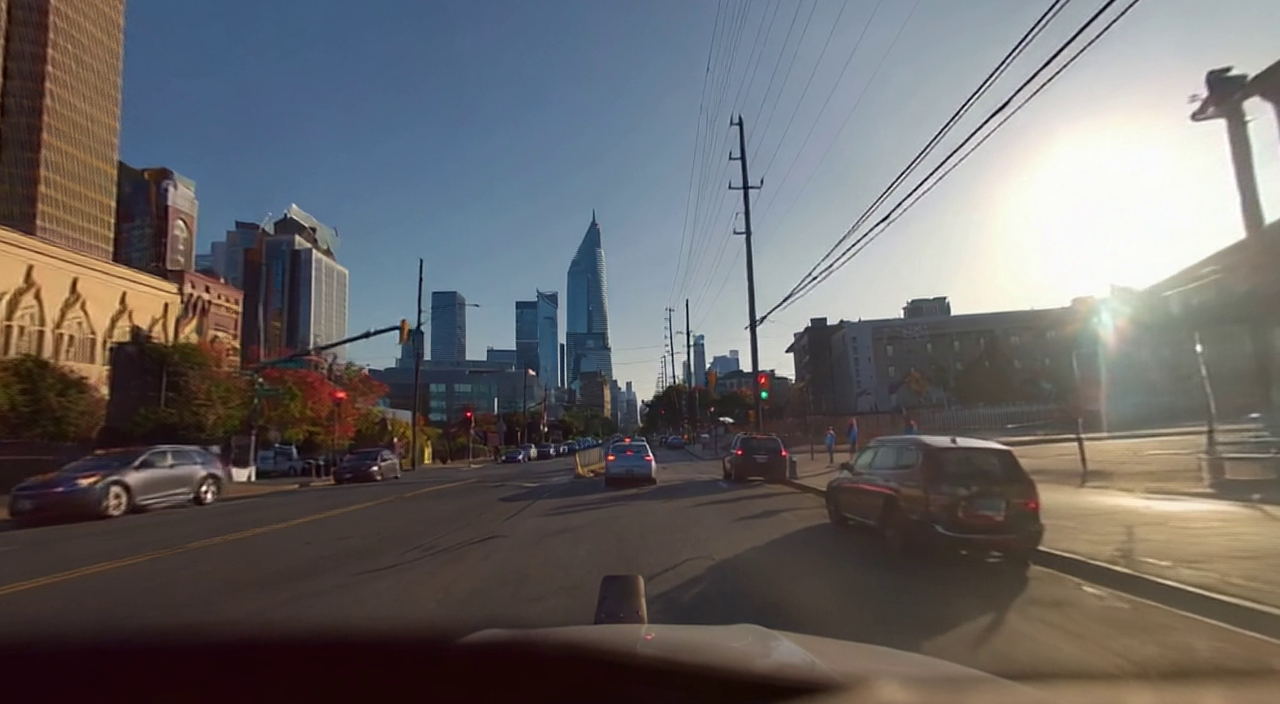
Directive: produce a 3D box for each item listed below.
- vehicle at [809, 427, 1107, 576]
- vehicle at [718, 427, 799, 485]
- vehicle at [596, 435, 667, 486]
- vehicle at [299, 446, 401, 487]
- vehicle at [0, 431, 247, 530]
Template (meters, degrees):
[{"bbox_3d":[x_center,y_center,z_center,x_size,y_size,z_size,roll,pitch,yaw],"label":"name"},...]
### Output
[{"bbox_3d":[3.911,1.813,8.688,2.003,1.524,3.868,0,-6,-1],"label":"vehicle"},{"bbox_3d":[3.917,3.527,21.727,2.015,1.780,4.261,0,-8,1],"label":"vehicle"},{"bbox_3d":[-0.282,3.445,20.397,2.049,1.453,4.299,0,-8,-1],"label":"vehicle"},{"bbox_3d":[-11.982,4.718,26.504,1.980,1.502,4.655,-1,-8,1],"label":"vehicle"},{"bbox_3d":[-12.126,2.961,15.199,2.071,1.814,5.185,-5,-8,0],"label":"vehicle"}]
